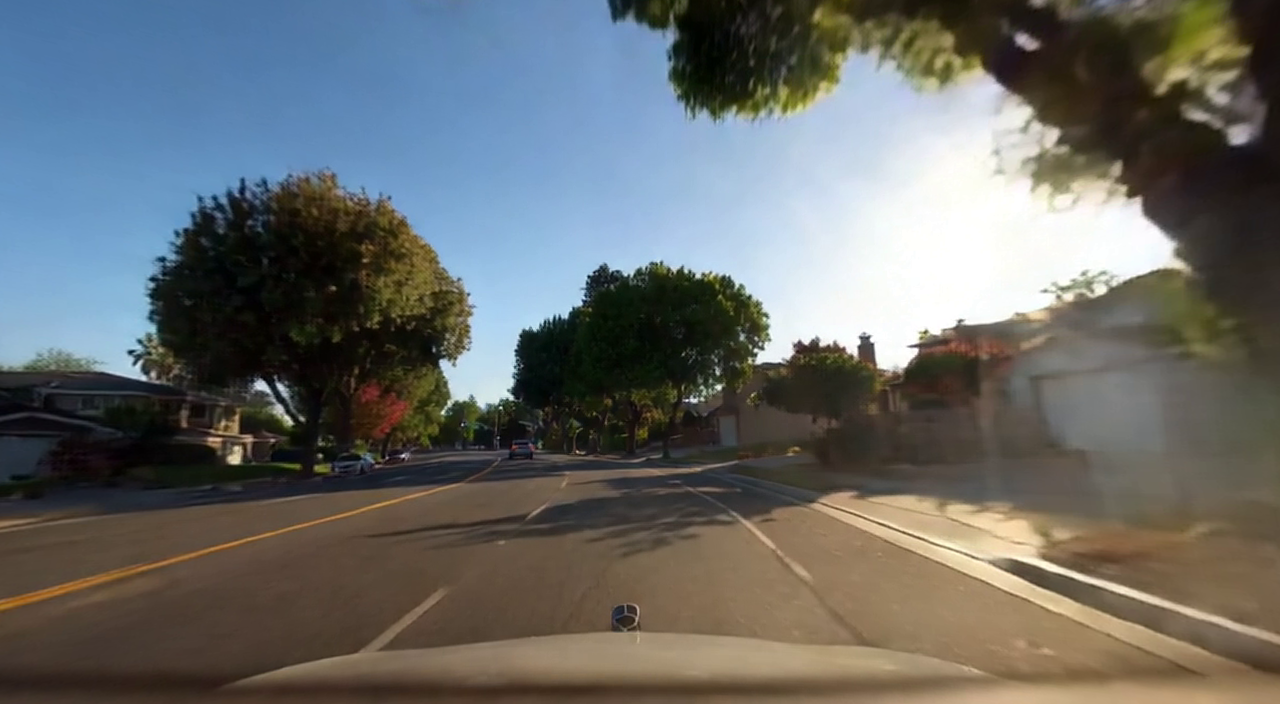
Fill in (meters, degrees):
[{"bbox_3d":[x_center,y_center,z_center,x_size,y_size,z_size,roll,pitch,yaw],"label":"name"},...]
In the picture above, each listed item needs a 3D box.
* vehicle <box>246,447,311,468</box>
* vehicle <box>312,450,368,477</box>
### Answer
[{"bbox_3d":[-28.160,8.235,49.306,4.024,1.515,1.857,2,-8,-16],"label":"vehicle"},{"bbox_3d":[-18.062,6.707,38.276,1.911,1.436,4.554,1,-8,-11],"label":"vehicle"}]
